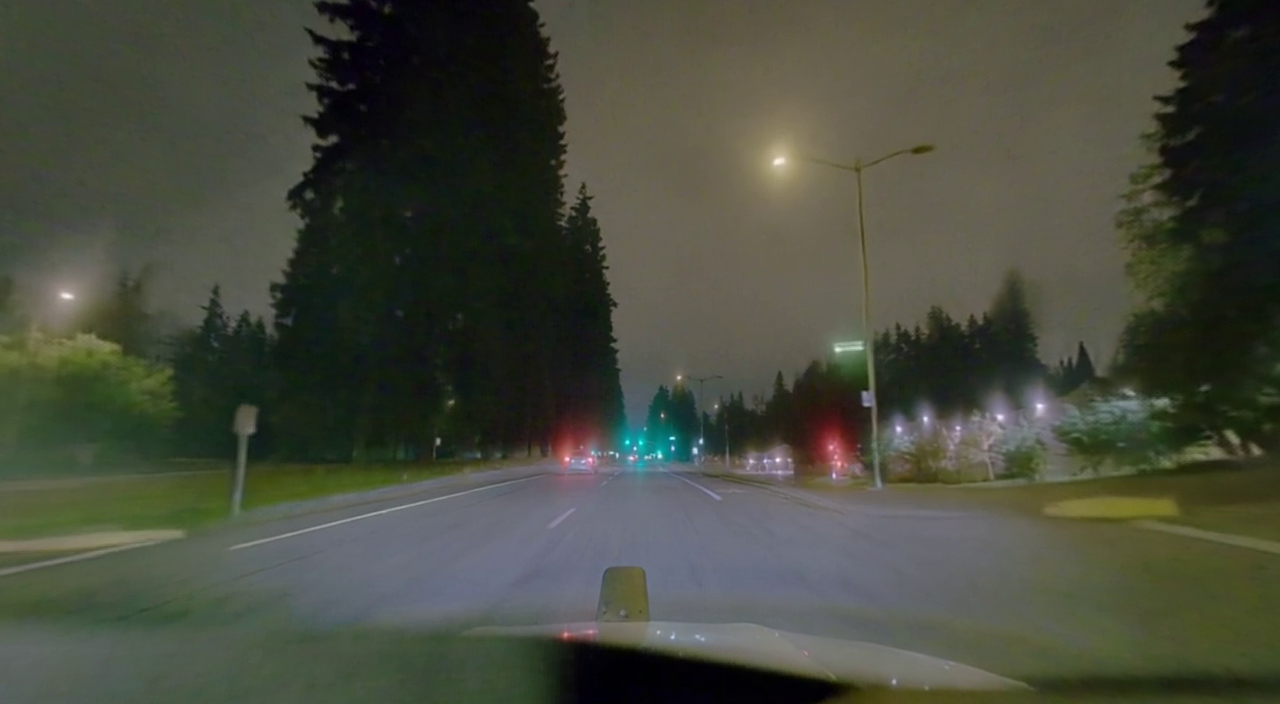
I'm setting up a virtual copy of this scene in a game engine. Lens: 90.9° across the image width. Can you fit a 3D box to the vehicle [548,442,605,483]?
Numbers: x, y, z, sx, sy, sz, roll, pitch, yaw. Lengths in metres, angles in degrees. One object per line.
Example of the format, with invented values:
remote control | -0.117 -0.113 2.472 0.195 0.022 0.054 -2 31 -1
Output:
vehicle | -2.757 4.891 28.231 2.016 1.694 4.335 0 -8 1
